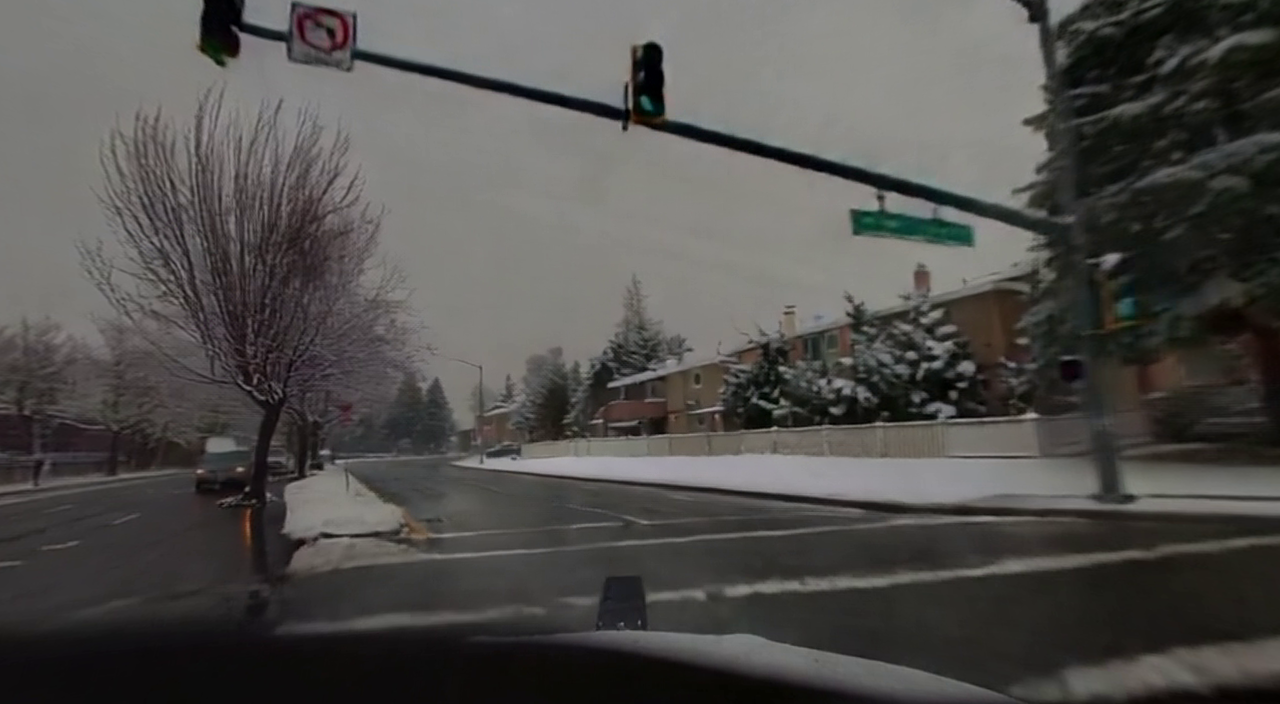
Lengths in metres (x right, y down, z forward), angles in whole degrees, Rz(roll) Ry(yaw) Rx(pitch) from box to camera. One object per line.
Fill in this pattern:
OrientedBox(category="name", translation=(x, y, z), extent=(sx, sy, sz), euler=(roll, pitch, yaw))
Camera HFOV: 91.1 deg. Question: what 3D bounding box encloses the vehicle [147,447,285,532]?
OrientedBox(category="vehicle", translation=(-9.192, 2.905, 14.027), extent=(1.912, 1.464, 4.652), euler=(3, -9, -27))
